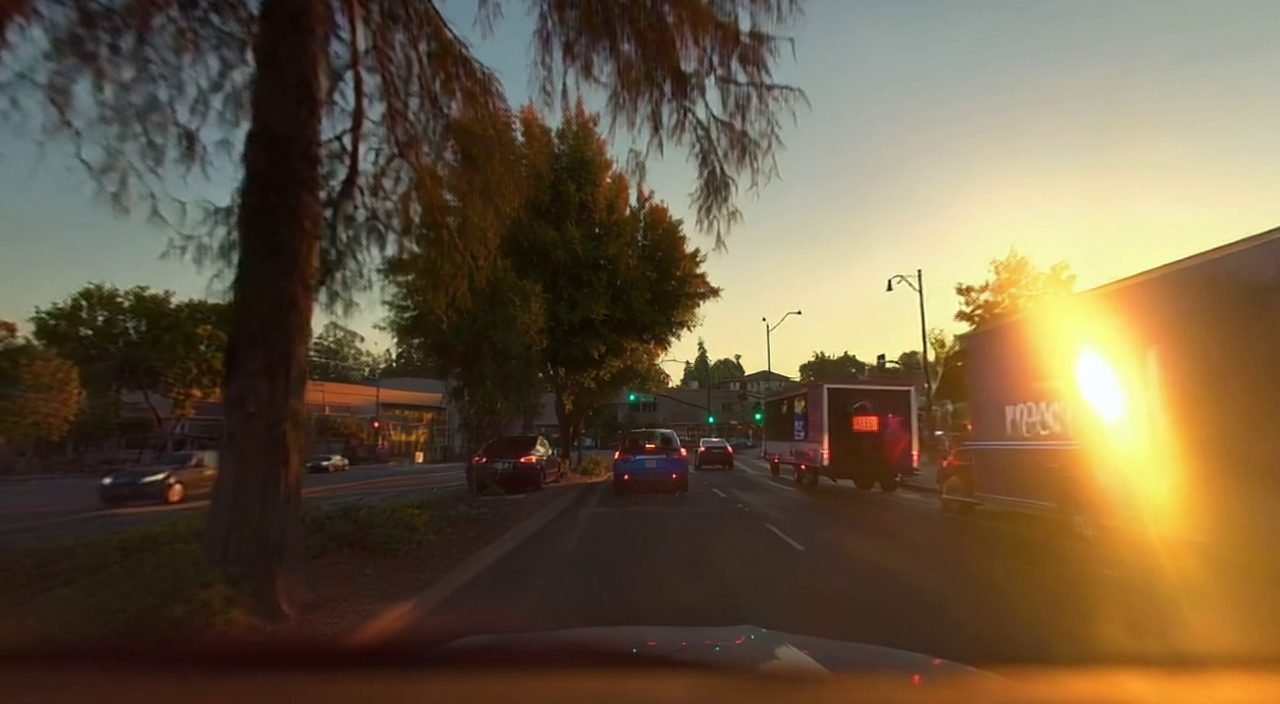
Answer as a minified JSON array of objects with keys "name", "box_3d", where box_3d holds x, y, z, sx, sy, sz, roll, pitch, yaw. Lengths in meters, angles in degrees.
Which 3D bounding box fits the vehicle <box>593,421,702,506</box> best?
[{"name":"vehicle","box_3d":[0.183,2.563,14.864,2.209,1.718,4.008,0,-8,1]}]

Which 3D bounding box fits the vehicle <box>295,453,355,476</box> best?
[{"name":"vehicle","box_3d":[-22.413,7.991,45.098,1.824,1.470,4.486,-1,-8,2]}]

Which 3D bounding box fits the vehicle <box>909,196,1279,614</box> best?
[{"name":"vehicle","box_3d":[6.681,0.876,8.194,2.891,3.361,7.843,0,-8,0]}]

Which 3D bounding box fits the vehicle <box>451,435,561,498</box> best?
[{"name":"vehicle","box_3d":[-3.476,3.069,17.333,2.008,1.500,4.369,0,-8,1]}]

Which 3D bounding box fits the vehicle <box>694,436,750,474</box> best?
[{"name":"vehicle","box_3d":[3.607,4.616,28.505,2.075,1.540,4.411,-1,-8,2]}]

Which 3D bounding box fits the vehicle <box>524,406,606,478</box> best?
[{"name":"vehicle","box_3d":[-3.140,4.069,28.409,2.715,2.791,7.171,0,-8,1]}]

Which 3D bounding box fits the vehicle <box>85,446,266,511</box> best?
[{"name":"vehicle","box_3d":[-13.272,3.586,18.462,1.928,1.497,4.446,0,-7,0]}]

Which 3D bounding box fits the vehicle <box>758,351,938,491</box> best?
[{"name":"vehicle","box_3d":[6.834,2.712,23.021,2.816,3.804,10.315,-3,-9,0]}]
